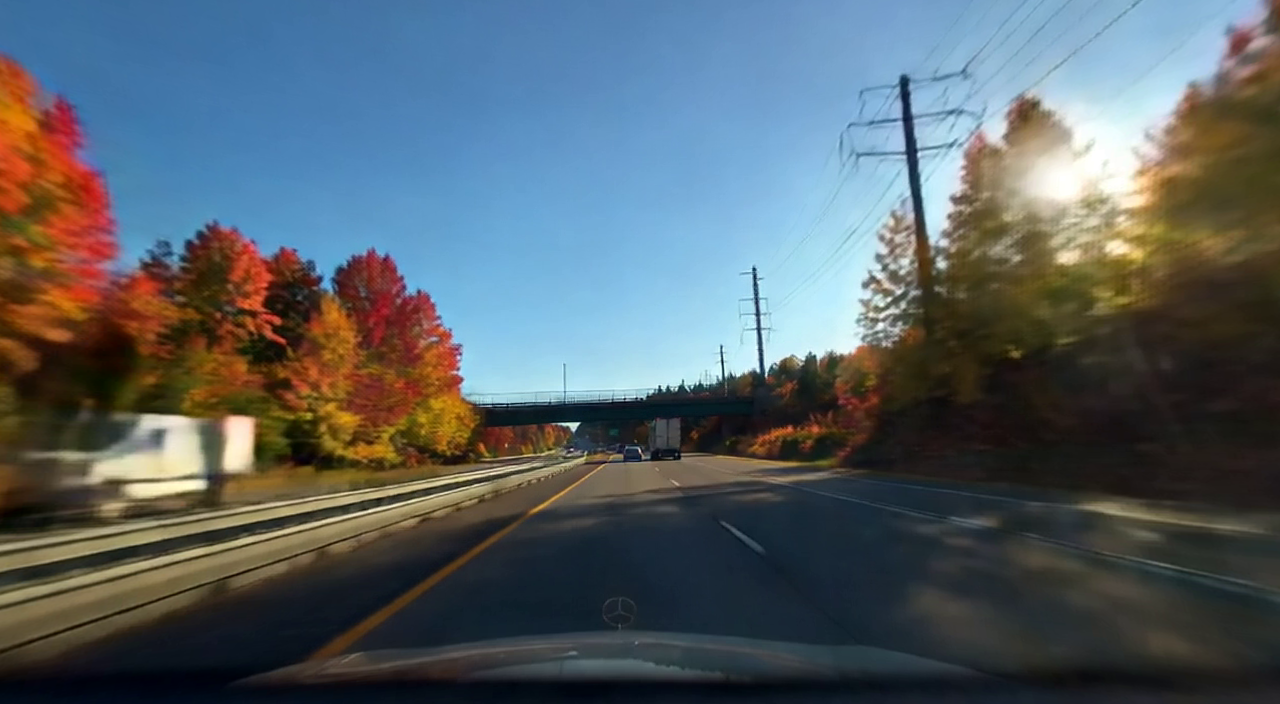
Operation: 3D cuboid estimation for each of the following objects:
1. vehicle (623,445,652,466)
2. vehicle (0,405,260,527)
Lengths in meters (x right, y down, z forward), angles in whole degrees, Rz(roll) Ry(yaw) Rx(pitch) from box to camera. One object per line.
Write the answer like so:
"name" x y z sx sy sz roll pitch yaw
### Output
"vehicle" -0.211 7.560 45.846 1.961 1.454 3.755 0 -9 -2
"vehicle" -13.643 3.007 17.071 2.377 2.618 6.692 0 -9 0
